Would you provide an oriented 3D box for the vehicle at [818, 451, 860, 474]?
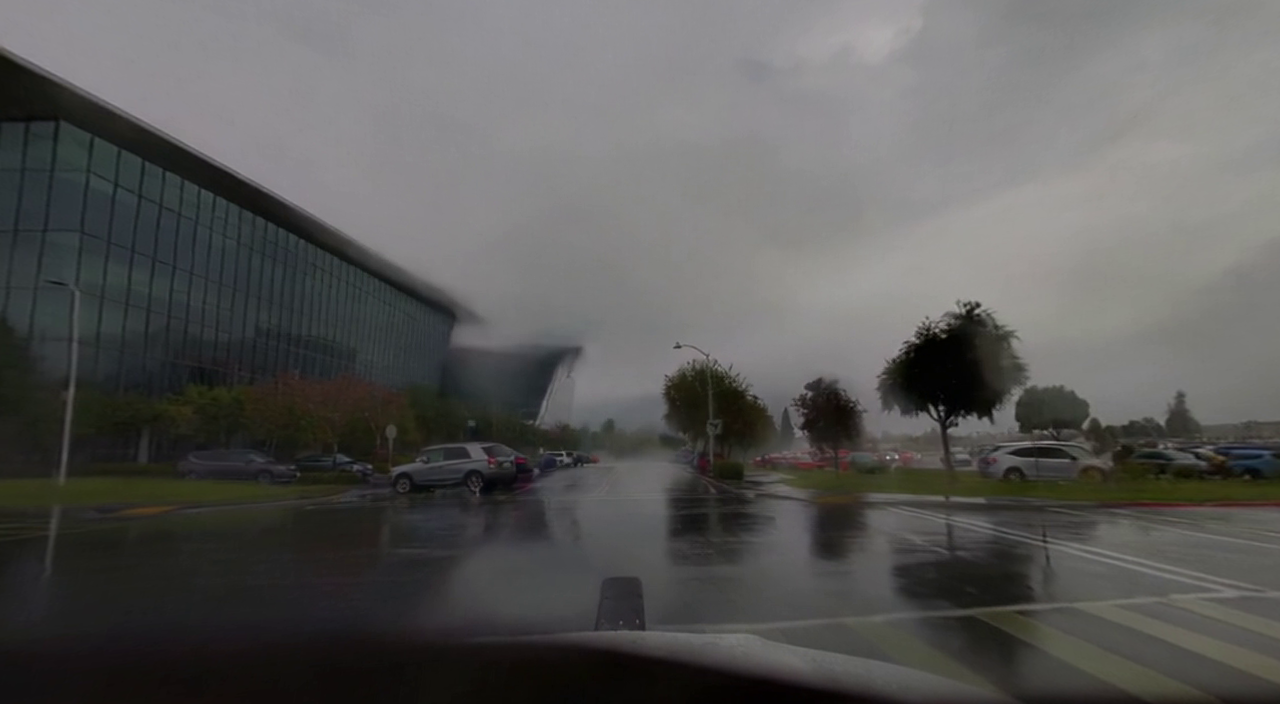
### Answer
[{"bbox_3d":[14.173,7.879,45.199,1.935,1.477,3.719,0,-8,4],"label":"vehicle"}]

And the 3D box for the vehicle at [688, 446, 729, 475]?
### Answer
[{"bbox_3d":[4.551,7.282,42.791,2.262,1.794,5.331,0,-8,0],"label":"vehicle"}]

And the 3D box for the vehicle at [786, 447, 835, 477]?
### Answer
[{"bbox_3d":[10.532,6.785,39.271,1.936,1.673,4.305,0,-8,2],"label":"vehicle"}]

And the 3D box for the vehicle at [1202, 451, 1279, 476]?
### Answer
[{"bbox_3d":[36.970,6.774,38.453,1.678,1.423,4.191,0,-9,1],"label":"vehicle"}]

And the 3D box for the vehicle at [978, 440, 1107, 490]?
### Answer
[{"bbox_3d":[16.486,4.613,26.298,2.048,1.852,4.998,0,-8,0],"label":"vehicle"}]

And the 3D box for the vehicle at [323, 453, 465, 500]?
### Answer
[{"bbox_3d":[-8.700,4.356,22.464,4.442,1.504,1.809,4,-10,-28],"label":"vehicle"}]

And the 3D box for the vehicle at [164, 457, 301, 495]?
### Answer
[{"bbox_3d":[-16.641,5.061,25.926,4.331,1.437,1.876,0,-8,3],"label":"vehicle"}]

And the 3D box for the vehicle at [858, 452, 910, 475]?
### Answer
[{"bbox_3d":[17.096,7.809,44.504,1.971,1.478,4.477,0,-8,1],"label":"vehicle"}]

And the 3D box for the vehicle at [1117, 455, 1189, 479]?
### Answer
[{"bbox_3d":[31.217,6.980,38.550,1.519,1.371,3.278,0,-8,-1],"label":"vehicle"}]
